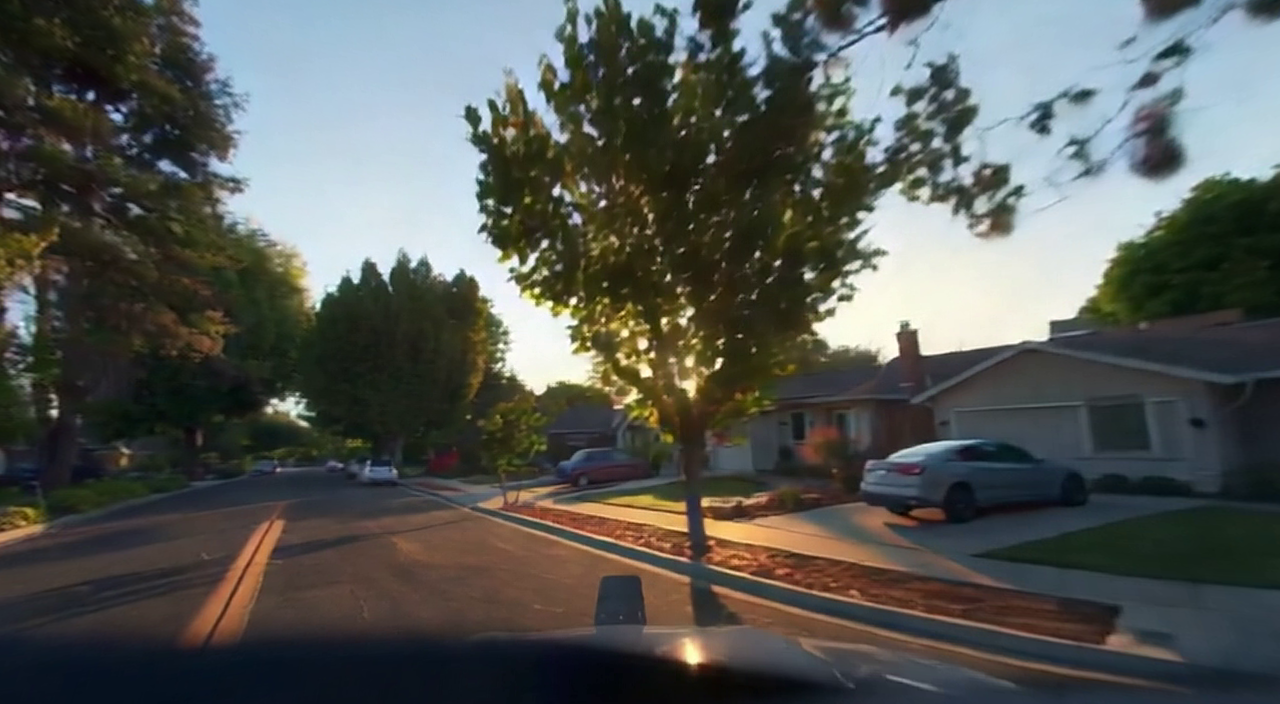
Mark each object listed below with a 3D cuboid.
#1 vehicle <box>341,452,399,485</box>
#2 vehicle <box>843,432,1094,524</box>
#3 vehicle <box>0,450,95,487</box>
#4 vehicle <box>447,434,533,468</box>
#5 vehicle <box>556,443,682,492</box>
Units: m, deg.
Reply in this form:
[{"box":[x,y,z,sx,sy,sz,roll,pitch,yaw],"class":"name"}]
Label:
[{"box":[-13.640,5.877,31.745,2.009,1.506,4.698,7,-13,-29],"class":"vehicle"},{"box":[6.421,2.465,12.328,4.569,1.499,1.917,6,-12,-27],"class":"vehicle"},{"box":[-31.758,6.079,32.937,4.511,1.809,2.018,6,-13,-27],"class":"vehicle"},{"box":[-9.429,6.231,39.775,4.861,1.911,2.181,5,-14,-27],"class":"vehicle"},{"box":[-0.758,4.360,23.628,4.230,1.666,1.978,6,-12,-26],"class":"vehicle"}]
